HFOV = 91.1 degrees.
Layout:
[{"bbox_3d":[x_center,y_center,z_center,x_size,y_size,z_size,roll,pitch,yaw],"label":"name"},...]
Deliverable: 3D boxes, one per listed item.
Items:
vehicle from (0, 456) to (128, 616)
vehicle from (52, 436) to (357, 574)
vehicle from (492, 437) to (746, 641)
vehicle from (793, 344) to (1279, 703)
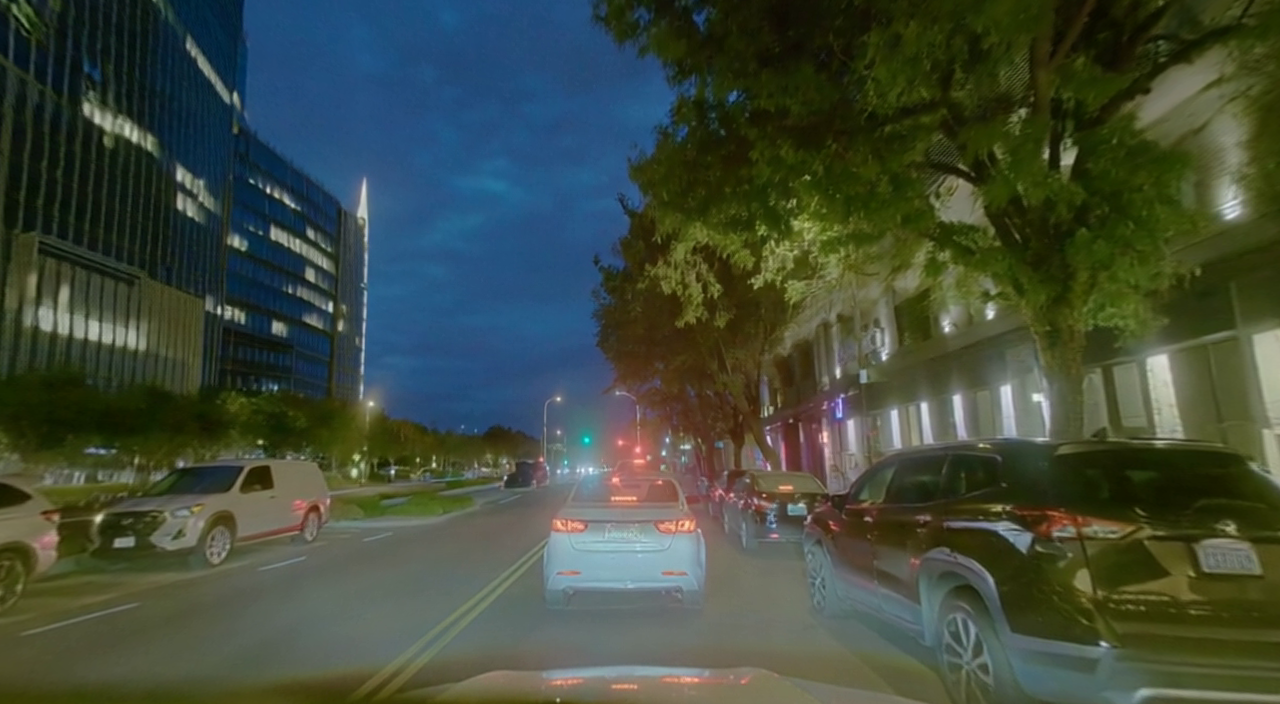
[{"bbox_3d":[-6.953,1.581,5.158,1.900,1.471,4.202,1,-10,0],"label":"vehicle"},{"bbox_3d":[-6.822,2.515,10.681,1.994,1.701,4.520,-3,-12,-1],"label":"vehicle"},{"bbox_3d":[-0.148,1.834,6.925,2.018,1.583,3.646,1,-10,0],"label":"vehicle"},{"bbox_3d":[2.717,1.327,4.952,1.868,1.920,4.501,1,-10,0],"label":"vehicle"}]
